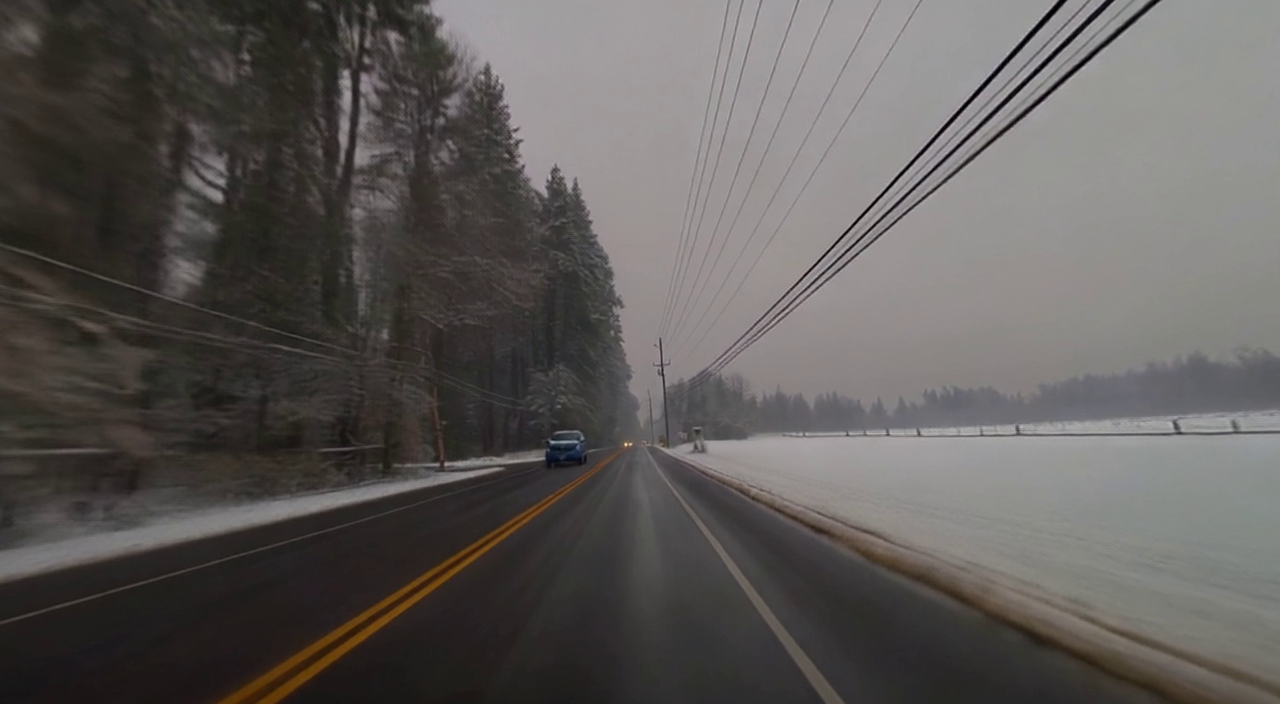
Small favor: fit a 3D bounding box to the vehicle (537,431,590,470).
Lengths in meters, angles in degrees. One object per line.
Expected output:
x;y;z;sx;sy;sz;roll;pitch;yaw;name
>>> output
-4.147;5.455;35.088;2.331;1.961;4.966;0;-8;0;vehicle
